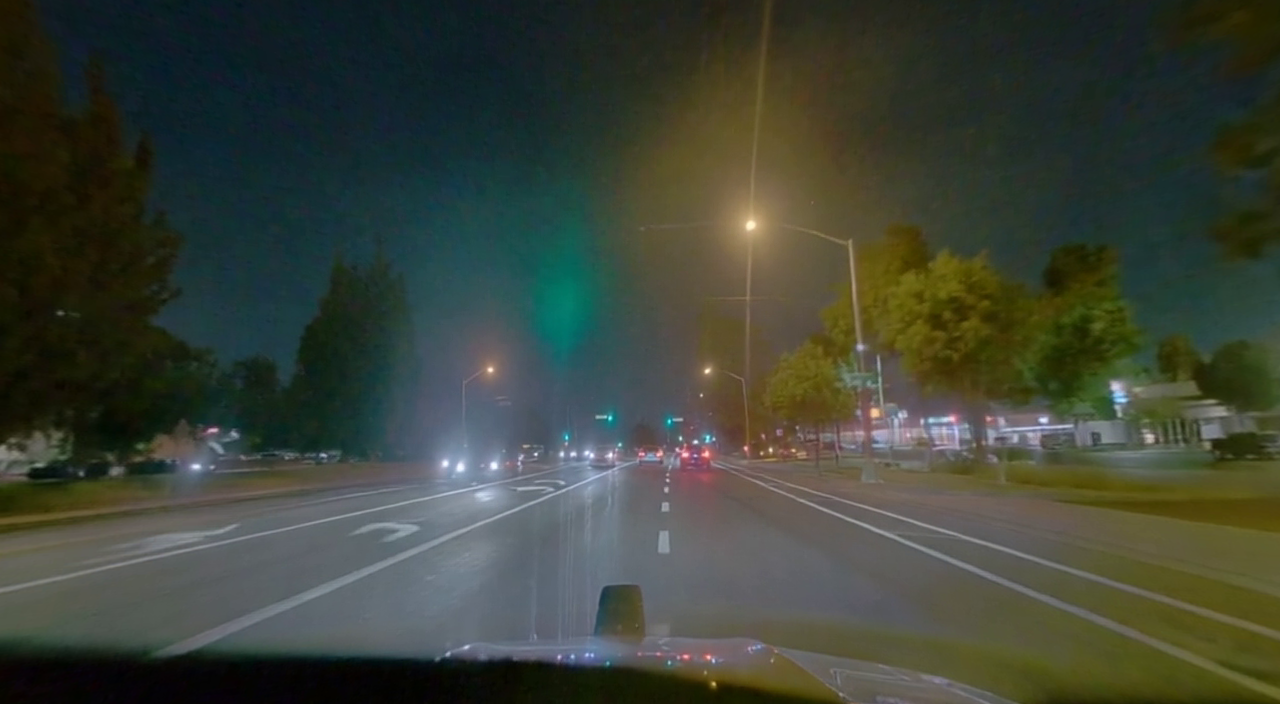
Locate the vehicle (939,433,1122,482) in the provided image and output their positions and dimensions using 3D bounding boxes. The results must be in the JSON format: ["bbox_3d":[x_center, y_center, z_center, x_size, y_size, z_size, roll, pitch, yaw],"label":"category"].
[{"bbox_3d":[18.300,4.956,30.988,2.618,1.565,11.353,-3,-6,4],"label":"vehicle"}]

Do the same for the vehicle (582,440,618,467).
[{"bbox_3d":[-2.678,6.961,43.545,2.092,1.779,4.468,0,-8,1],"label":"vehicle"}]

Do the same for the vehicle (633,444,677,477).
[{"bbox_3d":[0.663,4.948,29.069,1.917,1.418,3.987,0,-8,1],"label":"vehicle"}]

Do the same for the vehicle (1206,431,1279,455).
[{"bbox_3d":[40.599,6.014,41.707,4.562,1.504,2.068,0,-8,-3],"label":"vehicle"}]

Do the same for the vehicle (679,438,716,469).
[{"bbox_3d":[3.435,6.198,38.693,2.046,1.768,4.370,0,-8,3],"label":"vehicle"}]

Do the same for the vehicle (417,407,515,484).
[{"bbox_3d":[-7.332,4.054,27.419,2.251,2.944,5.835,-1,-8,3],"label":"vehicle"}]

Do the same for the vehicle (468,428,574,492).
[{"bbox_3d":[-3.884,3.673,21.983,2.298,1.905,5.777,-1,-8,3],"label":"vehicle"}]
